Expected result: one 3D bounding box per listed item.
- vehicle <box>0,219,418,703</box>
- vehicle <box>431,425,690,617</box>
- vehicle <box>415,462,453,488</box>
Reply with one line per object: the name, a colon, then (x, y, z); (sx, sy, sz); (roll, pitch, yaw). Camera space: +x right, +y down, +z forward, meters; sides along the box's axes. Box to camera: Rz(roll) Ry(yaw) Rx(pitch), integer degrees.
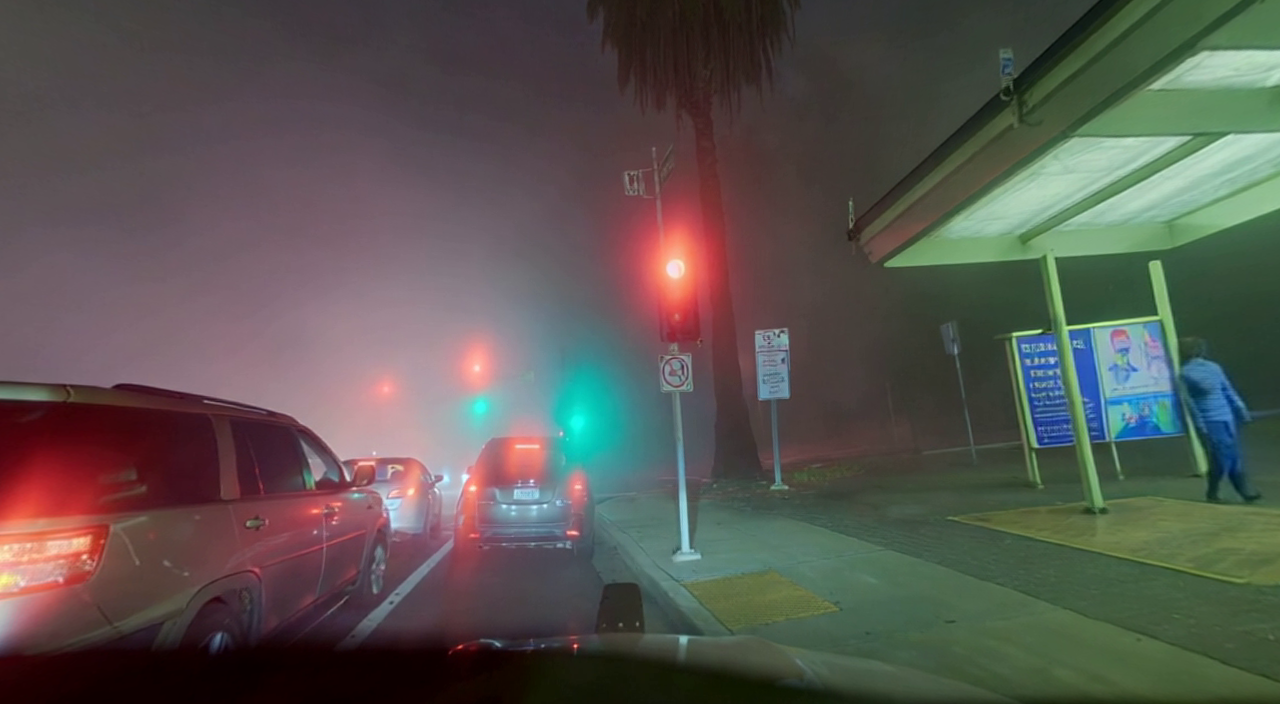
vehicle: (-2.764, 0.909, 3.230); (2.098, 1.851, 4.571); (1, -9, -7)
vehicle: (-1.018, 1.652, 7.241); (2.065, 1.467, 4.289); (2, -9, -11)
vehicle: (-14.625, 8.691, 44.991); (1.964, 1.642, 4.085); (1, -9, -10)
